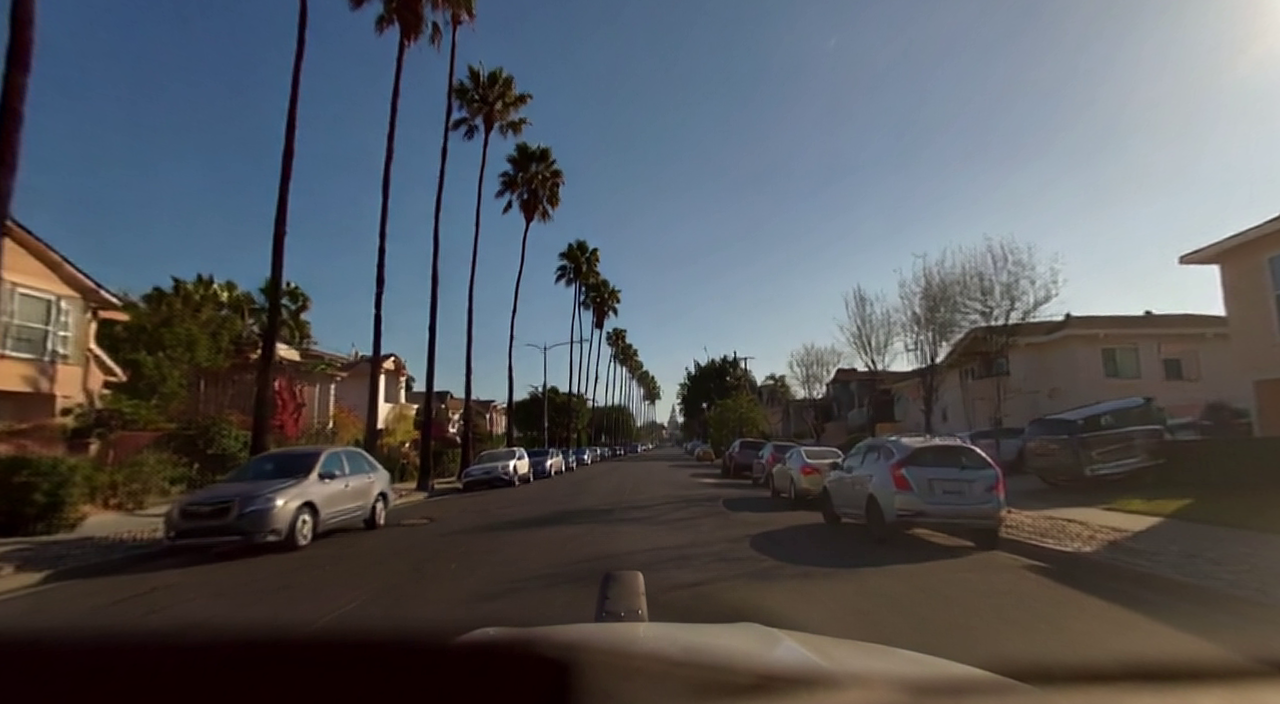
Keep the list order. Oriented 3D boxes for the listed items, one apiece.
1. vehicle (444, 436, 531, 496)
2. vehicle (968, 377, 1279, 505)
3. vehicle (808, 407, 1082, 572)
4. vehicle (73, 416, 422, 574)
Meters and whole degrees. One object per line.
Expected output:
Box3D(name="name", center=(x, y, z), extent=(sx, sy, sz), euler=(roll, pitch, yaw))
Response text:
Box3D(name="vehicle", center=(-5.221, 4.006, 22.267), extent=(1.947, 1.803, 4.381), euler=(-2, -10, 0))
Box3D(name="vehicle", center=(10.856, 2.040, 14.436), extent=(5.235, 1.985, 2.187), euler=(-8, -9, 4))
Box3D(name="vehicle", center=(4.203, 2.022, 9.823), extent=(1.964, 1.889, 4.708), euler=(1, -10, 1))
Box3D(name="vehicle", center=(-5.506, 2.129, 10.035), extent=(2.020, 1.819, 5.168), euler=(-1, -10, 2))
